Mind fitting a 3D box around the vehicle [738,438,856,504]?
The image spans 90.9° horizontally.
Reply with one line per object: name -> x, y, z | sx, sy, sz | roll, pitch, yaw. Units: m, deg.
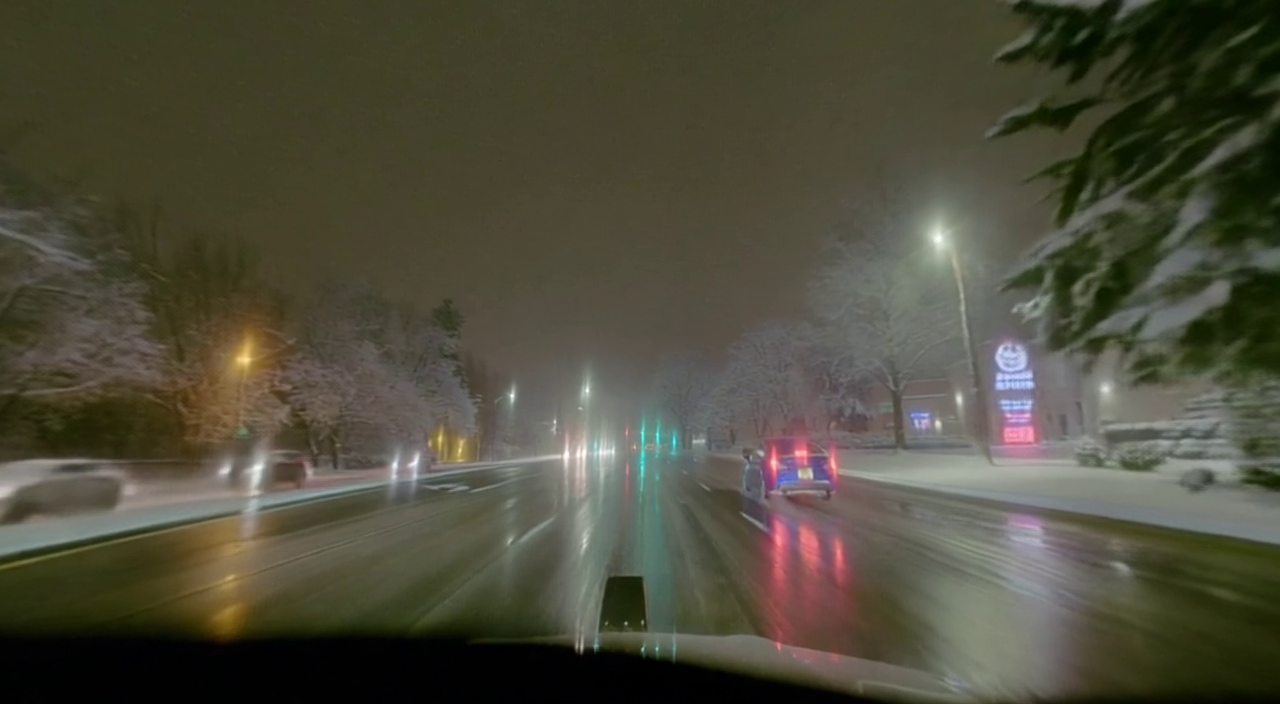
vehicle -> 3.948, 3.055, 16.686 | 1.977, 1.474, 4.399 | -1, -9, 0

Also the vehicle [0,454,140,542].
vehicle -> -12.447, 2.775, 12.175 | 1.986, 1.514, 4.300 | -1, -9, 1

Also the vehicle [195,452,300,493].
vehicle -> -19.040, 5.831, 30.880 | 2.098, 1.797, 4.646 | -1, -9, 1
